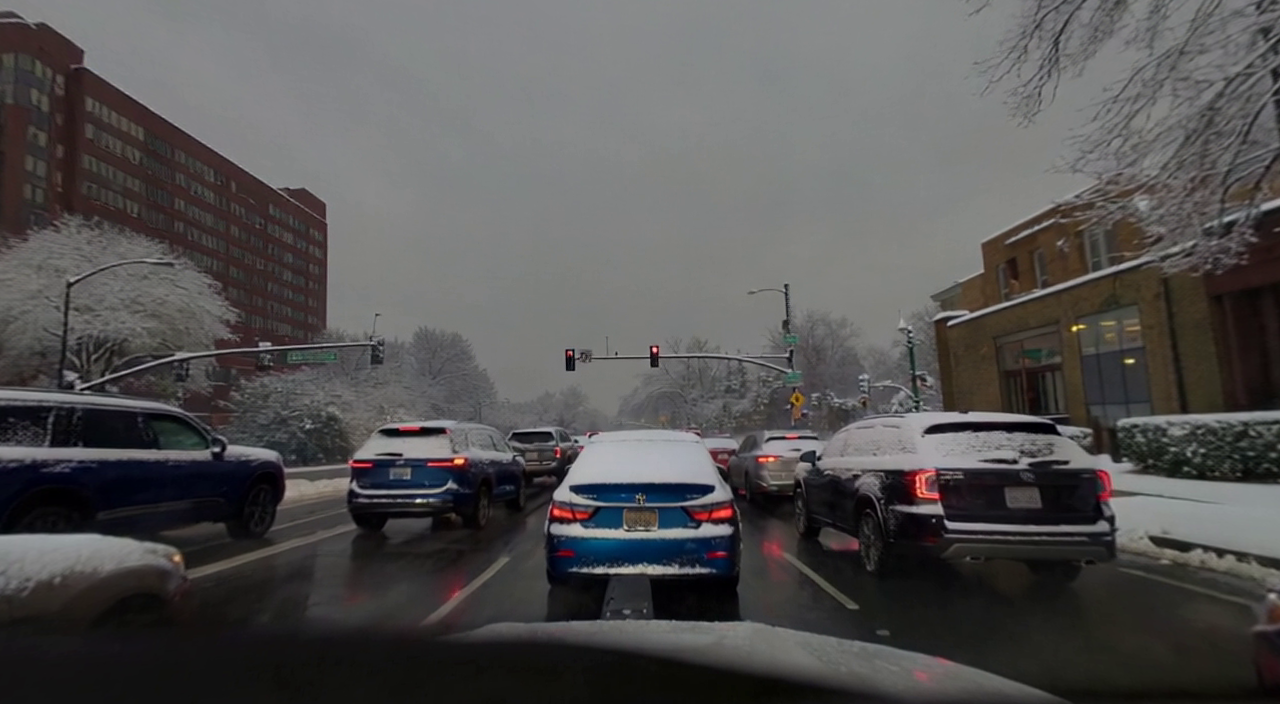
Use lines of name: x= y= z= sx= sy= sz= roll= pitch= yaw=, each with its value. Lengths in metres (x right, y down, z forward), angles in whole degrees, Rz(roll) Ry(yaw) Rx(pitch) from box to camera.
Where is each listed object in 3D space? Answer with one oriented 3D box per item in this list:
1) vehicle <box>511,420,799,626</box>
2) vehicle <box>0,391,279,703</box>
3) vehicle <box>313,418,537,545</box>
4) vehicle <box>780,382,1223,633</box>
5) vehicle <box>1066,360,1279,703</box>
vehicle: x=0.098 y=1.576 z=6.755 sx=2.147 sy=1.507 sz=3.953 roll=0 pitch=-8 yaw=0
vehicle: x=-3.361 y=0.799 z=1.534 sx=2.144 sy=1.505 sz=4.635 roll=-1 pitch=-8 yaw=1
vehicle: x=-3.324 y=2.115 z=10.962 sx=2.168 sy=1.719 sz=4.561 roll=-1 pitch=-8 yaw=2
vehicle: x=3.091 y=1.437 z=6.775 sx=2.108 sy=1.785 sz=4.334 roll=0 pitch=-8 yaw=-1
vehicle: x=2.888 y=0.583 z=0.372 sx=2.051 sy=1.548 sz=4.532 roll=0 pitch=-9 yaw=0
